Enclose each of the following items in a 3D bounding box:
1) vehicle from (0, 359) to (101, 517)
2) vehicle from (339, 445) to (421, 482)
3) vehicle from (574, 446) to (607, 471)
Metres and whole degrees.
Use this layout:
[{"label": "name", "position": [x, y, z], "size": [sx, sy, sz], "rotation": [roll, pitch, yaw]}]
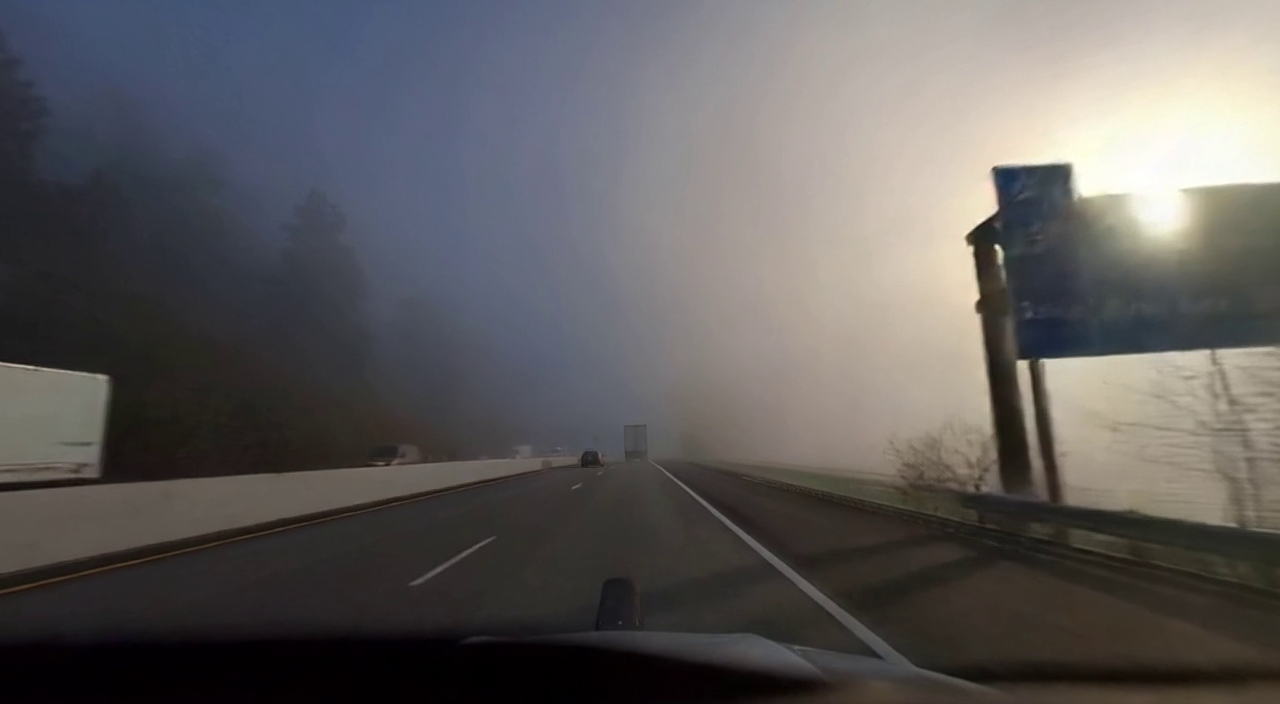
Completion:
[{"label": "vehicle", "position": [-17.345, 1.467, 11.461], "size": [2.995, 3.876, 13.745], "rotation": [0, -9, 0]}, {"label": "vehicle", "position": [-13.084, 5.630, 32.155], "size": [2.129, 1.728, 4.816], "rotation": [0, -9, 0]}, {"label": "vehicle", "position": [-3.523, 7.730, 45.840], "size": [2.081, 1.682, 4.425], "rotation": [0, -9, 0]}]
